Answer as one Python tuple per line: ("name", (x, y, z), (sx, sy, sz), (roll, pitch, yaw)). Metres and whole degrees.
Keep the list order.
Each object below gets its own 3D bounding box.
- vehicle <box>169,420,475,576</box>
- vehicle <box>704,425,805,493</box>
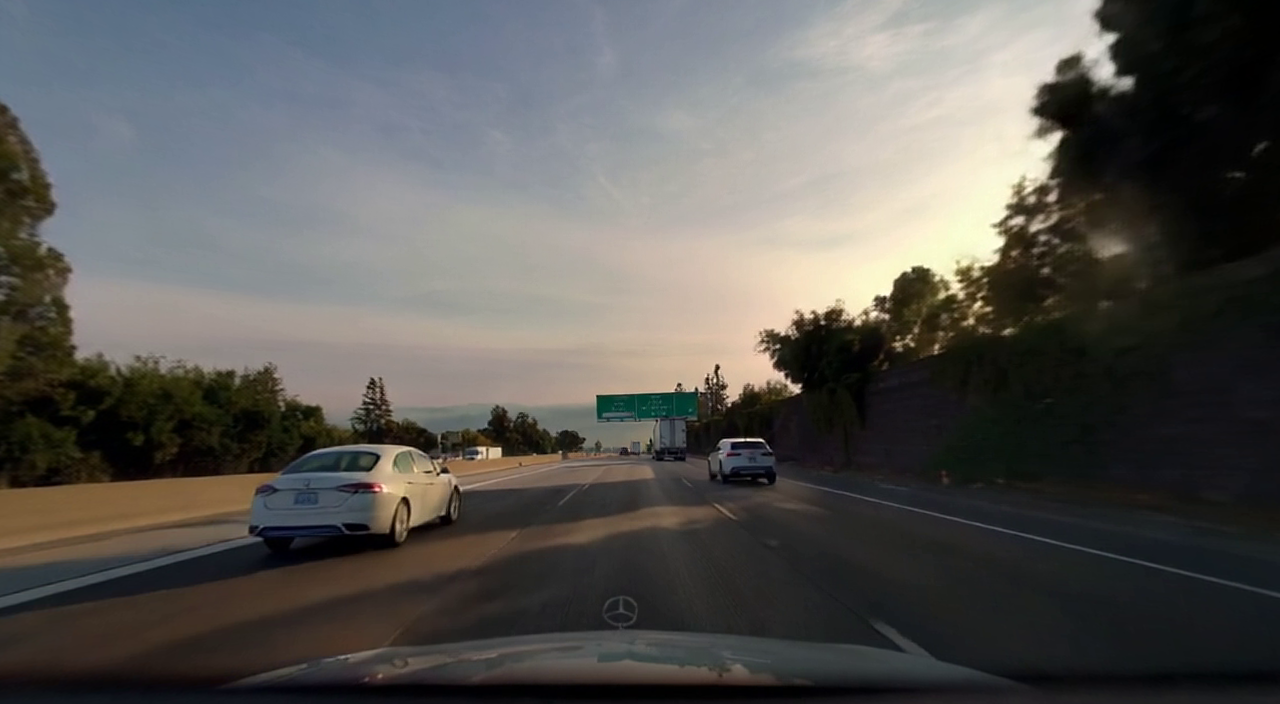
("vehicle", (-3.958, 1.882, 9.057), (1.903, 1.607, 4.770), (0, -8, 0))
("vehicle", (3.263, 3.164, 19.009), (2.065, 1.760, 4.488), (0, -8, -1))
